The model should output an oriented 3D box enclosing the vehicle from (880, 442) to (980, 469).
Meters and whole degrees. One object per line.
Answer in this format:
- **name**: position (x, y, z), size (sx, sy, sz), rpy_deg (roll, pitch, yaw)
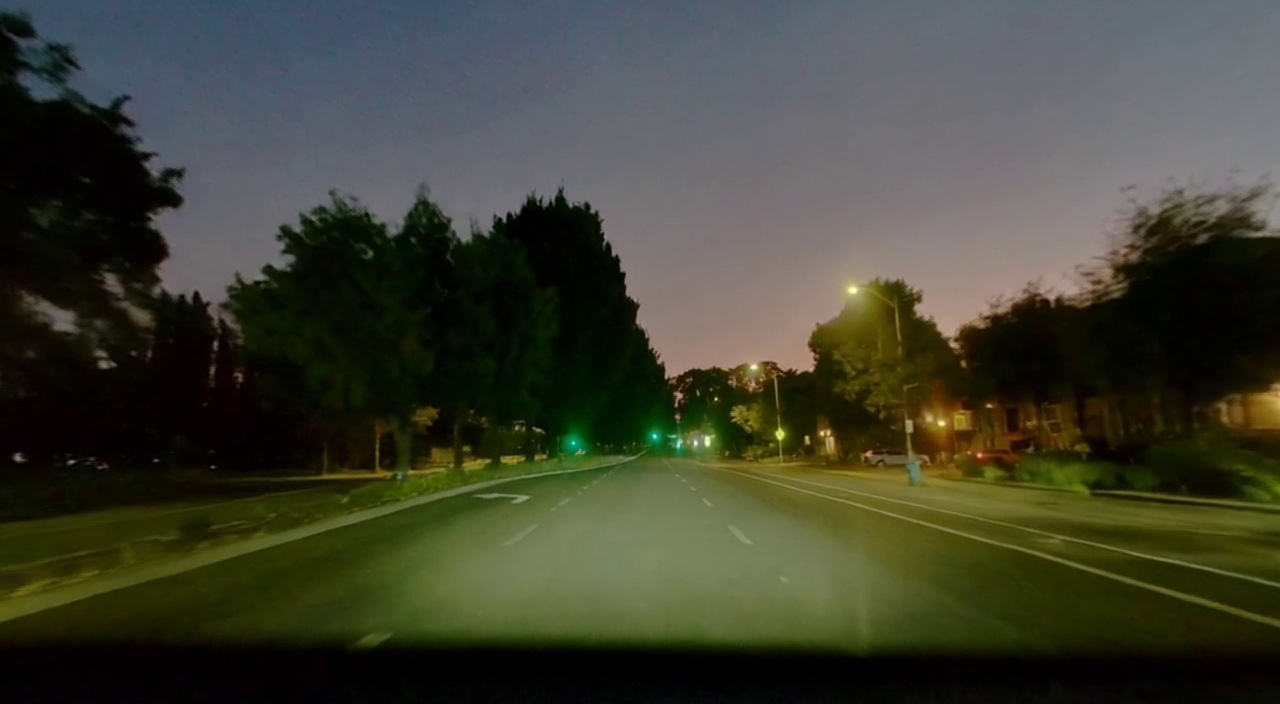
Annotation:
- **vehicle**: position (16.088, 5.761, 35.230), size (4.592, 1.472, 2.009), rpy_deg (0, -9, 0)
